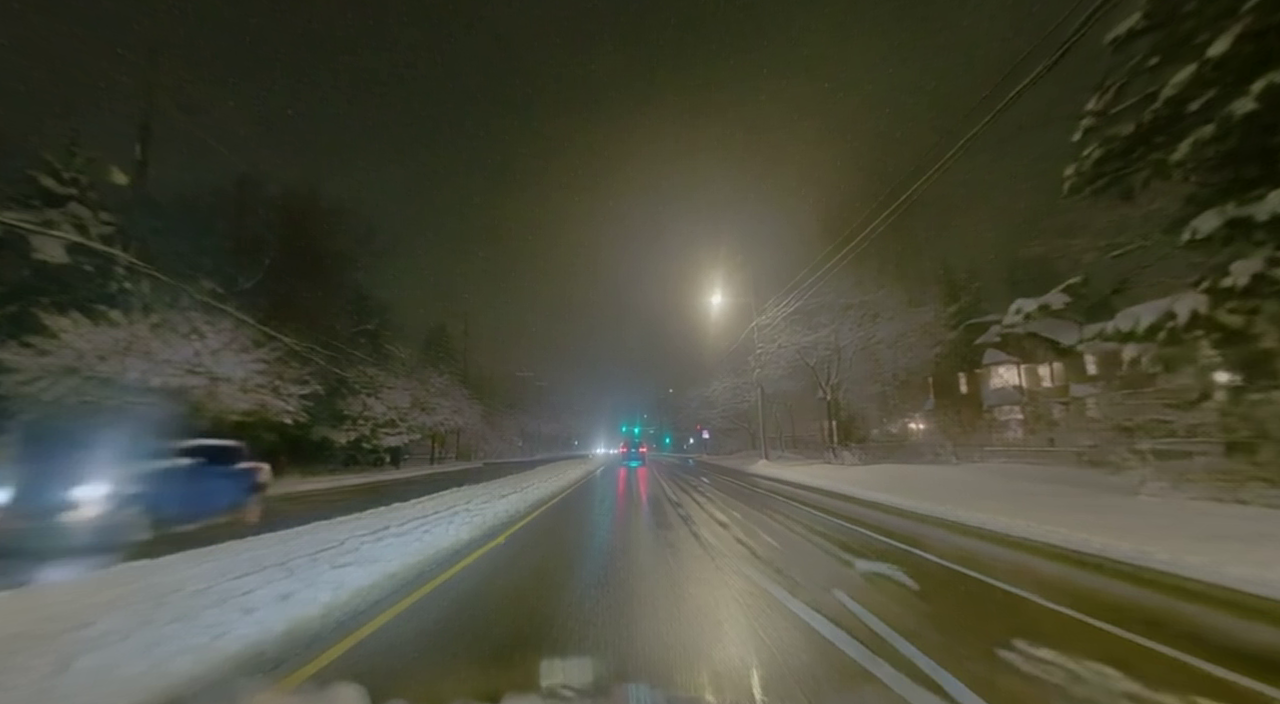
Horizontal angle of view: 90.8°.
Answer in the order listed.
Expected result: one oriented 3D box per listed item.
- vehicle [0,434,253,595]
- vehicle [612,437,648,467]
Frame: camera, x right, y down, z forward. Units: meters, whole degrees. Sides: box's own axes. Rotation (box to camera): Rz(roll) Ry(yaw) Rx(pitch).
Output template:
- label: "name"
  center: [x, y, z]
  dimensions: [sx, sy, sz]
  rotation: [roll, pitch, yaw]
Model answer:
- label: "vehicle"
  center: [-7.253, 1.889, 8.223]
  dimensions: [1.967, 1.571, 3.853]
  rotation: [0, -8, 0]
- label: "vehicle"
  center: [-0.683, 6.510, 41.421]
  dimensions: [2.230, 1.827, 4.298]
  rotation: [0, -8, -1]
